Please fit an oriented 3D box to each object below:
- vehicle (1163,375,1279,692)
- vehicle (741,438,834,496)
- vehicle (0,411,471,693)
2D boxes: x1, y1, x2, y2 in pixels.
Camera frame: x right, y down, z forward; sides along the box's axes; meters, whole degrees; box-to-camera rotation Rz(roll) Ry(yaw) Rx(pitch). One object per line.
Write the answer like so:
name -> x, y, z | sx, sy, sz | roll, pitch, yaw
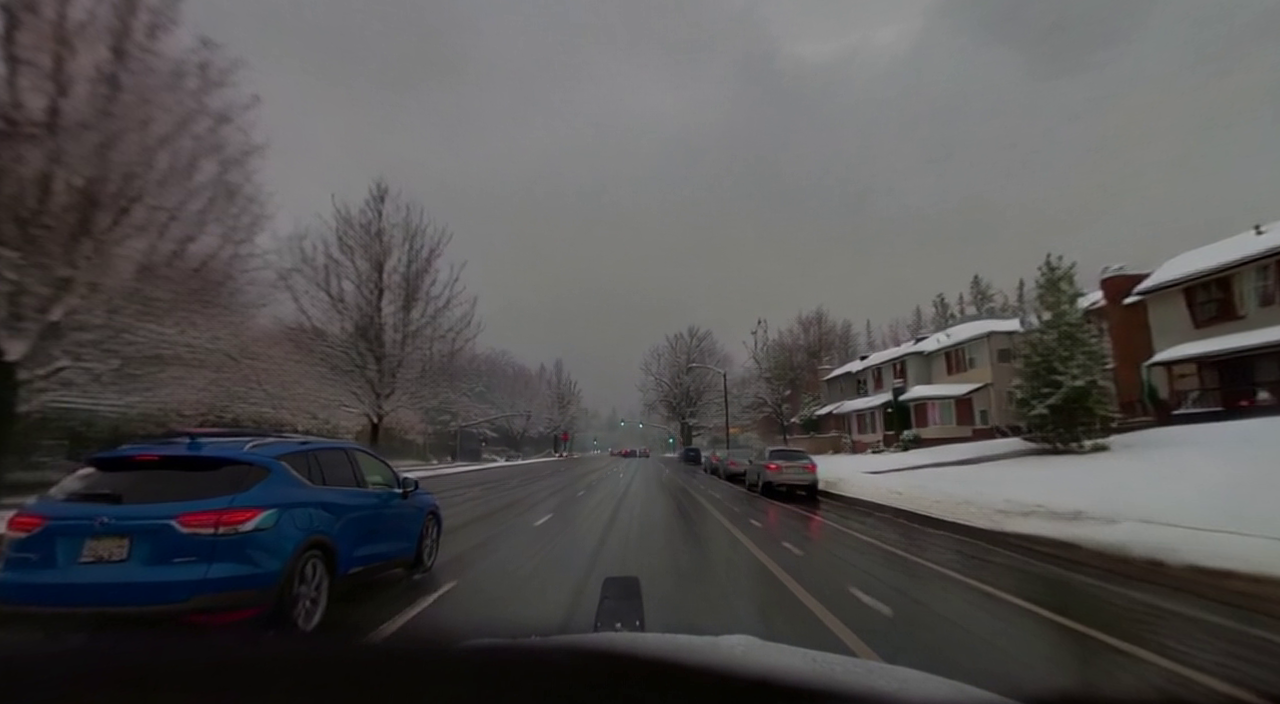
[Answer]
vehicle -> 4.698, 0.710, 1.463 | 2.164, 1.793, 5.671 | 0, -9, 1
vehicle -> 4.794, 3.815, 21.179 | 2.014, 1.700, 4.369 | 1, -9, -1
vehicle -> -3.168, 1.414, 5.669 | 1.982, 1.478, 4.465 | 0, -9, 1
